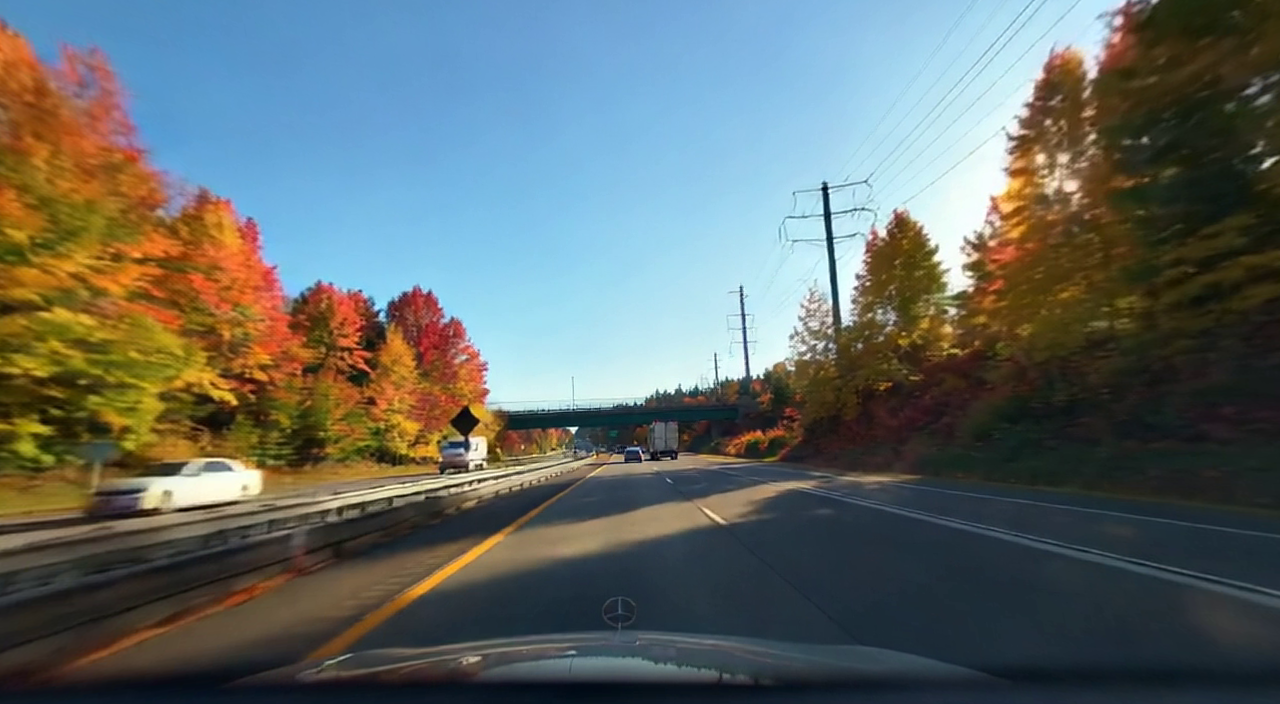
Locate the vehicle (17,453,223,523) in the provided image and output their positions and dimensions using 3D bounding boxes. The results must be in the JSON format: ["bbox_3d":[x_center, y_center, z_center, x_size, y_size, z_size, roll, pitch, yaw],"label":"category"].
[{"bbox_3d":[-13.567,3.529,16.778,1.930,1.569,4.186,0,-9,0],"label":"vehicle"}]

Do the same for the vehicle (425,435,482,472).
[{"bbox_3d":[-14.169,7.785,48.121,2.377,2.618,6.692,0,-9,-1],"label":"vehicle"}]

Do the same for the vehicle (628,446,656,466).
[{"bbox_3d":[0.098,7.916,47.733,1.961,1.454,3.755,0,-9,-3],"label":"vehicle"}]
